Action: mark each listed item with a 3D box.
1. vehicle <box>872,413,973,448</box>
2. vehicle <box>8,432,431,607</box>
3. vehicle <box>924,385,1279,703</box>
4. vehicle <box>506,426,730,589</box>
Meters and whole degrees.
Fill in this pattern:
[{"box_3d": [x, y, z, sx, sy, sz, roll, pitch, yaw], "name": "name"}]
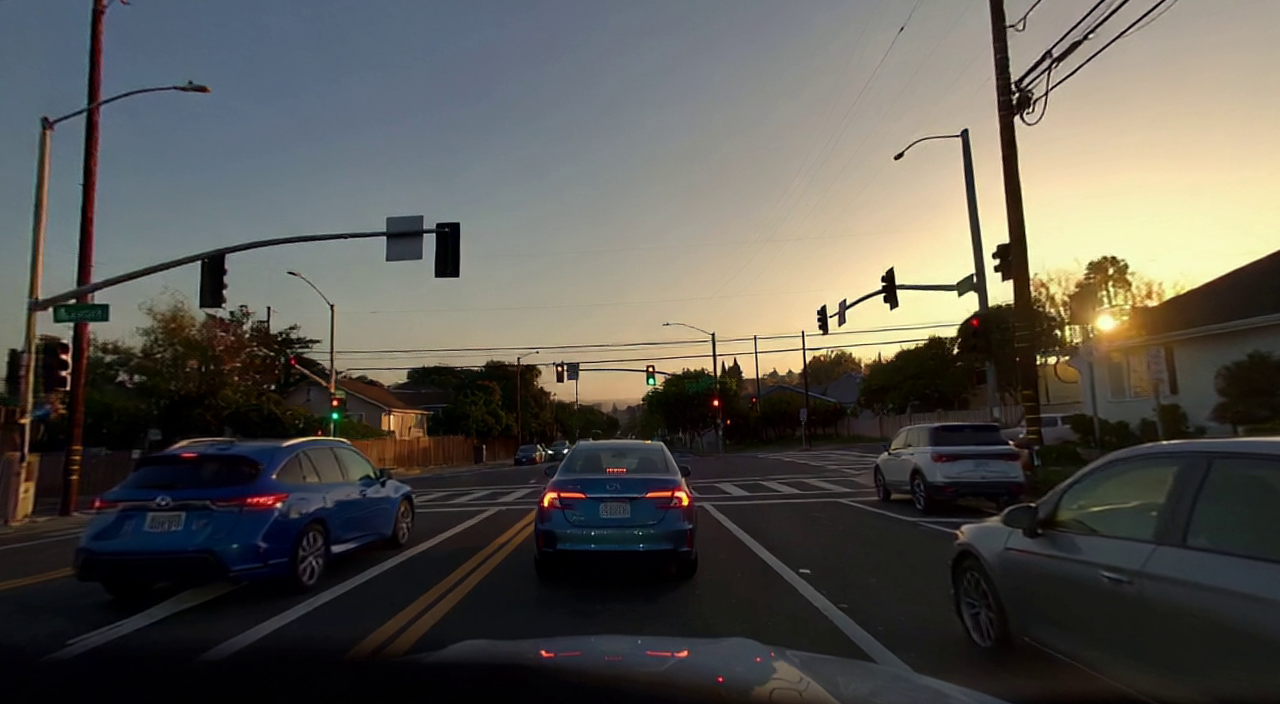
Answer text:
[{"box_3d": [15.125, 4.240, 33.994, 4.431, 1.555, 1.886, -4, -9, 2], "name": "vehicle"}, {"box_3d": [-4.369, 1.771, 7.685, 2.106, 1.492, 4.312, 0, -8, 1], "name": "vehicle"}, {"box_3d": [2.925, 0.932, 2.474, 1.860, 1.494, 3.707, 0, -8, 0], "name": "vehicle"}, {"box_3d": [-0.229, 1.755, 8.015, 2.061, 1.485, 4.196, 0, -8, -1], "name": "vehicle"}]
